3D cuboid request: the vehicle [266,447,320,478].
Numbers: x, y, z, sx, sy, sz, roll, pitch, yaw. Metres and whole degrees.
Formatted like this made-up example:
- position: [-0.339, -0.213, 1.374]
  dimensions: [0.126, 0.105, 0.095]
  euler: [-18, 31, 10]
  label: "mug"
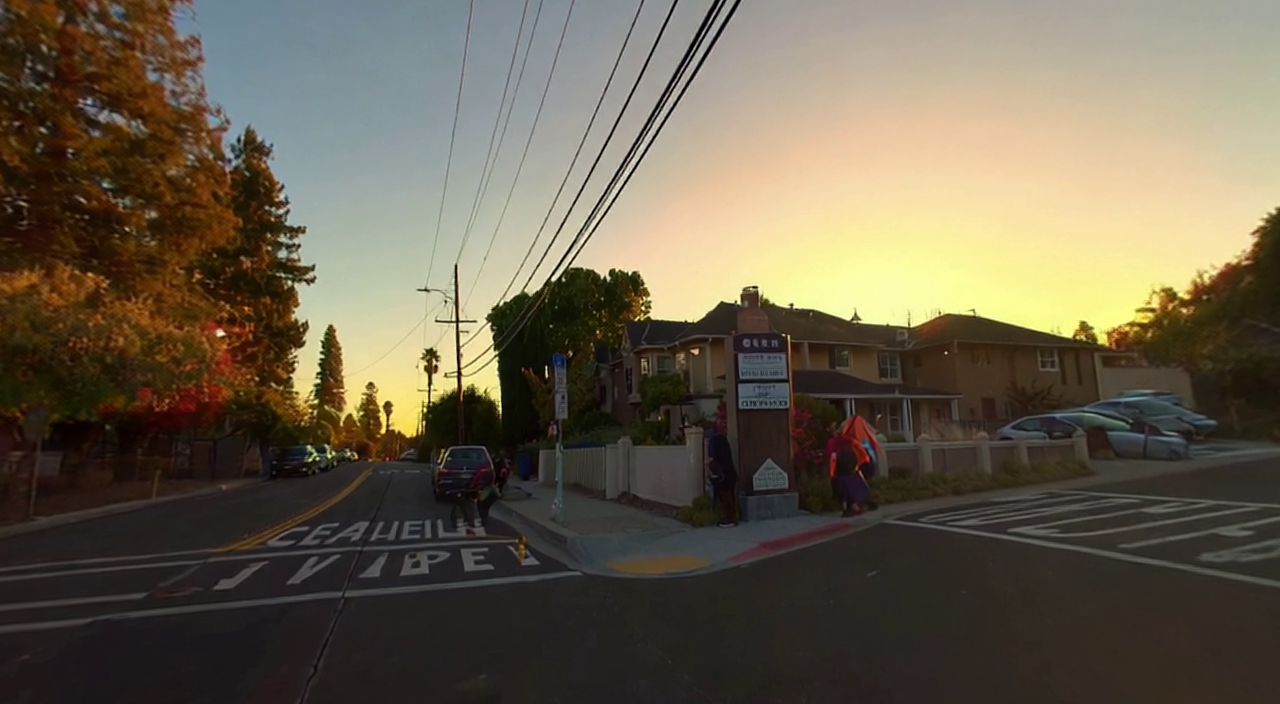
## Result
- position: [-22.043, 6.979, 40.332]
  dimensions: [2.203, 1.787, 4.704]
  euler: [3, -9, -19]
  label: "vehicle"
